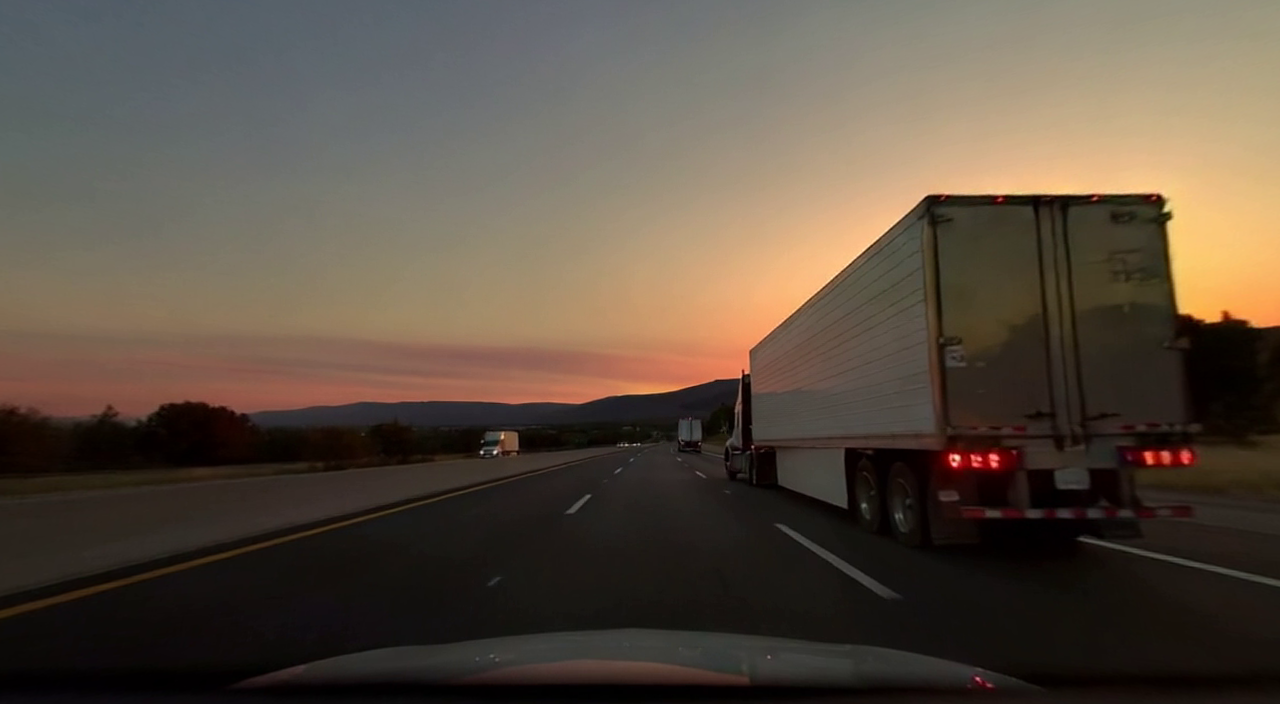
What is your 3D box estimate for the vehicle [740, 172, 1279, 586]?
[{"bbox_3d":[4.879,1.240,13.181,3.485,3.975,14.489,0,-8,1],"label":"vehicle"}]
